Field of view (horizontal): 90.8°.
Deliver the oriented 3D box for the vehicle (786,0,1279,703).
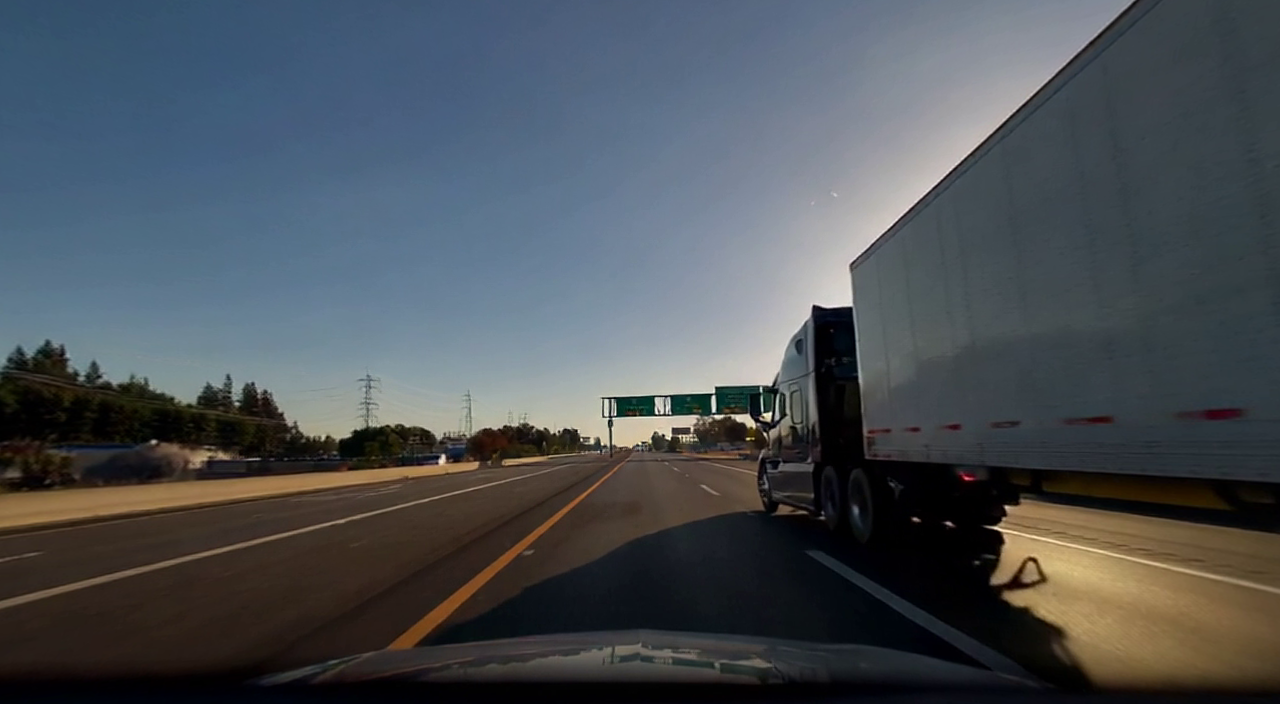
[{"bbox_3d":[4.242,0.062,5.183,2.937,4.082,12.918,0,-9,0],"label":"vehicle"}]
